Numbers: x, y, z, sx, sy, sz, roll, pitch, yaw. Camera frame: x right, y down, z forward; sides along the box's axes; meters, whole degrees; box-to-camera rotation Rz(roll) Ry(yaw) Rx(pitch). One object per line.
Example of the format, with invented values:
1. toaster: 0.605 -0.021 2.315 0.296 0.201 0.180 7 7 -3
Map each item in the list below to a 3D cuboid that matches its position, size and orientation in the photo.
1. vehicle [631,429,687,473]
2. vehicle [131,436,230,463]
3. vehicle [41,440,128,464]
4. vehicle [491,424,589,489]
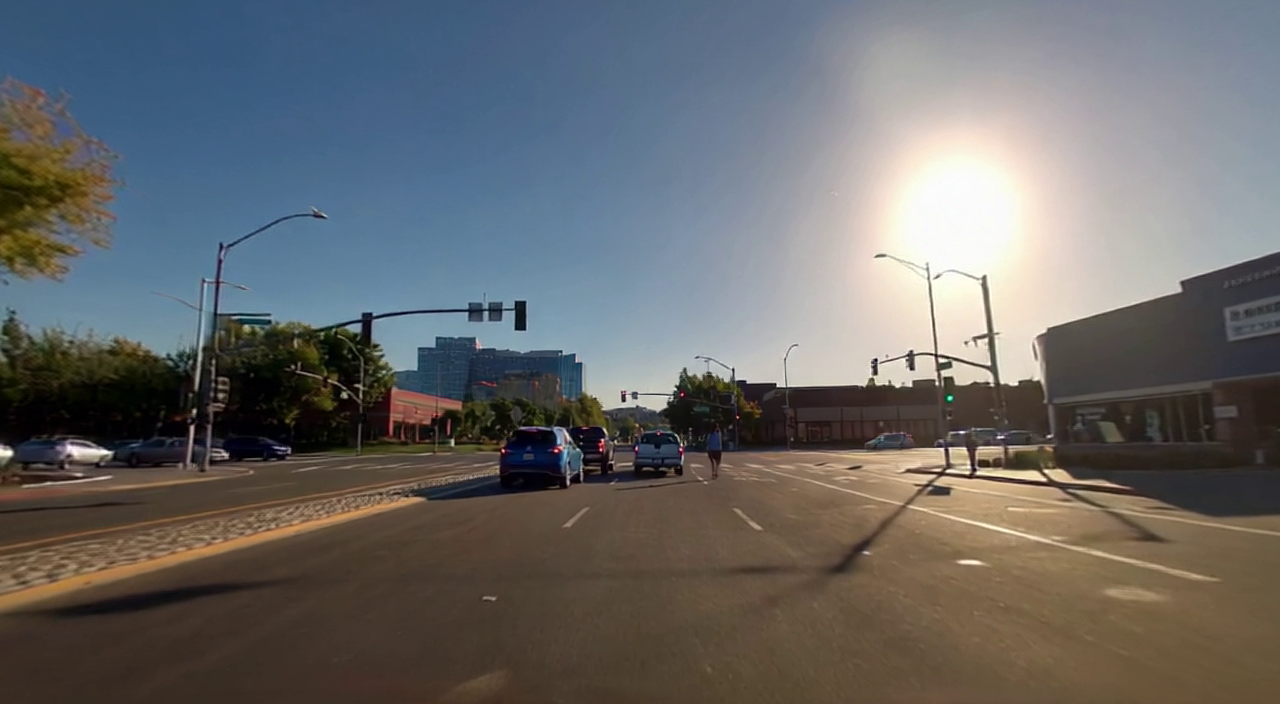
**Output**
1. vehicle: 0.777 4.249 27.183 2.204 1.738 4.690 0 -8 0
2. vehicle: -30.637 6.507 41.949 4.956 1.737 2.135 0 -8 2
3. vehicle: -37.439 6.743 42.365 4.170 1.551 1.816 0 -9 4
4. vehicle: -2.849 3.114 19.022 2.006 1.707 4.448 -1 -8 3
